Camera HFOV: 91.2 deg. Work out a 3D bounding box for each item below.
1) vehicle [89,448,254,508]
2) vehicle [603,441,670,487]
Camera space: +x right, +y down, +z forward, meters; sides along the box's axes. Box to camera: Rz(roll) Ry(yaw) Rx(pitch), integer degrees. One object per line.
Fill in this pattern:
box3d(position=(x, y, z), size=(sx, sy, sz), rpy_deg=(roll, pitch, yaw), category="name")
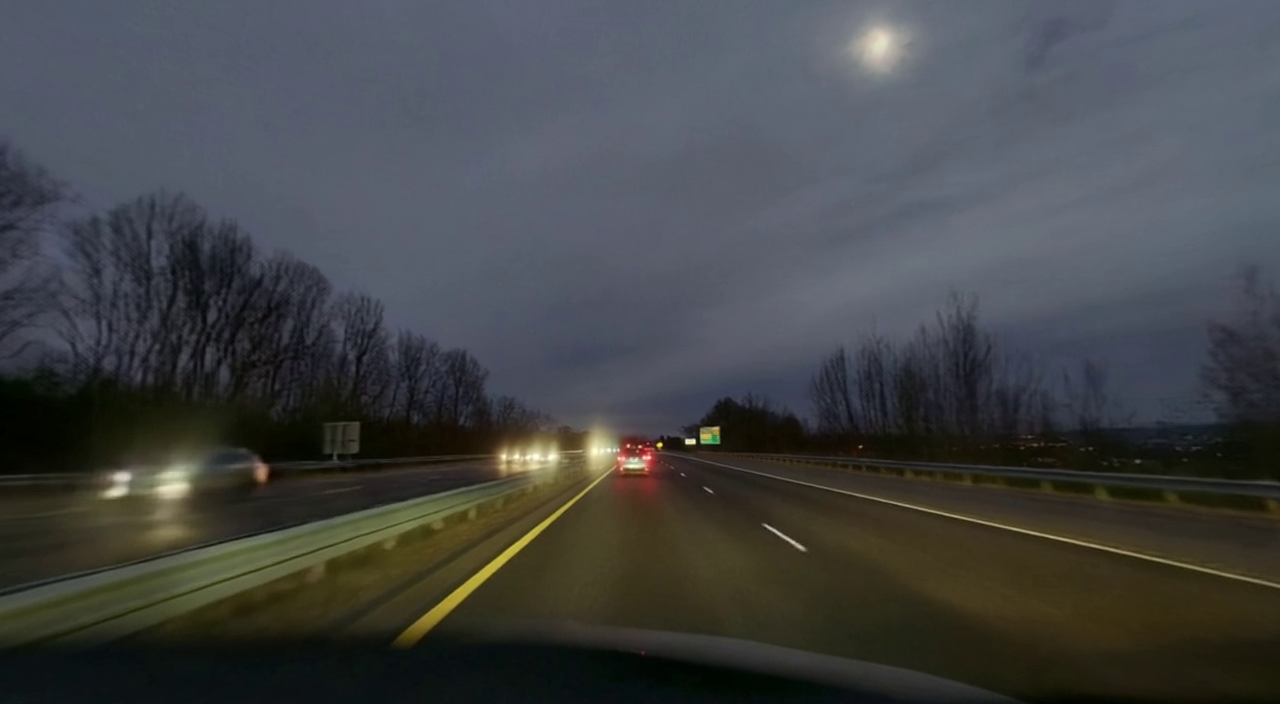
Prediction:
box3d(position=(-13.656, 3.647, 18.622), size=(1.834, 1.539, 3.929), rpy_deg=(0, -9, -1), category="vehicle")
box3d(position=(-0.160, 4.070, 23.081), size=(2.244, 1.506, 4.097), rpy_deg=(0, -9, -1), category="vehicle")
